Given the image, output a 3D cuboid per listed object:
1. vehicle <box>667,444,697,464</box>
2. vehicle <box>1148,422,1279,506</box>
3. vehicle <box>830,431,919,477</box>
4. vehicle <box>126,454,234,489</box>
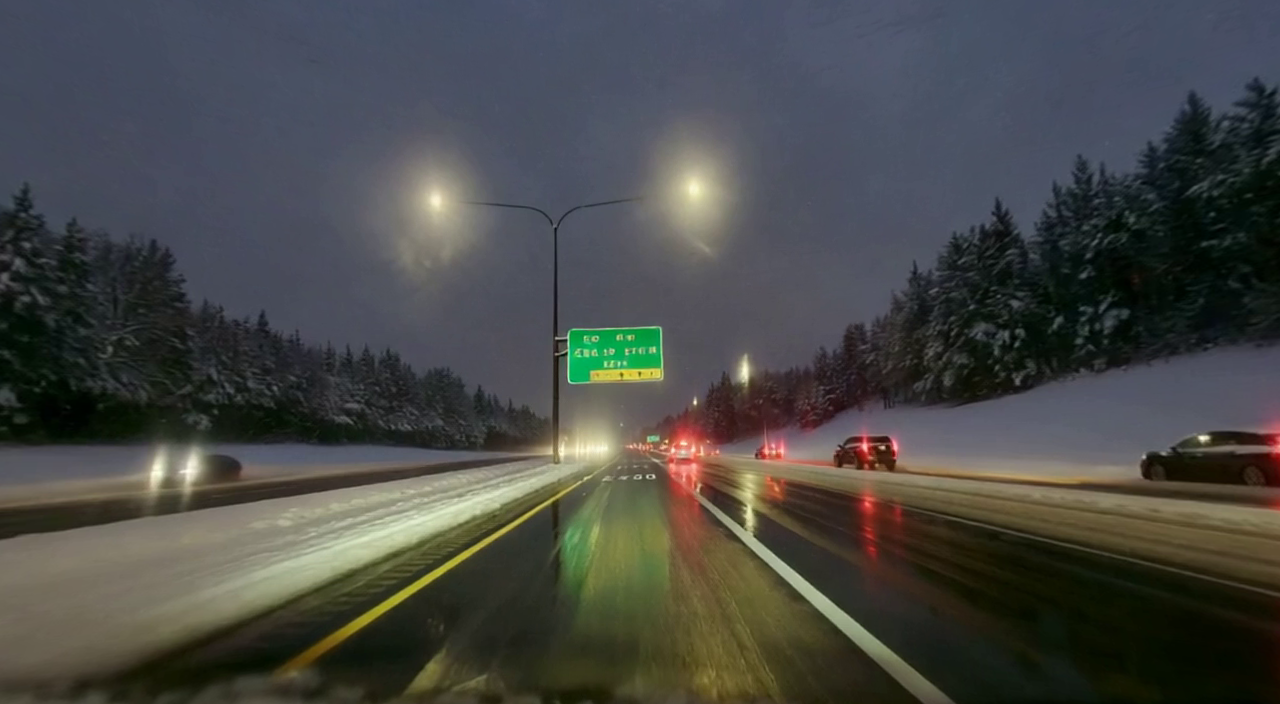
[{"bbox_3d":[3.211,7.937,49.274,1.956,1.462,4.397,0,-9,-1],"label":"vehicle"},{"bbox_3d":[14.167,2.467,14.083,1.957,1.709,4.387,0,-9,-1],"label":"vehicle"},{"bbox_3d":[10.129,4.458,27.703,2.098,1.820,4.505,0,-9,-1],"label":"vehicle"},{"bbox_3d":[-22.356,5.797,30.998,1.866,1.526,4.669,0,-9,-2],"label":"vehicle"}]
